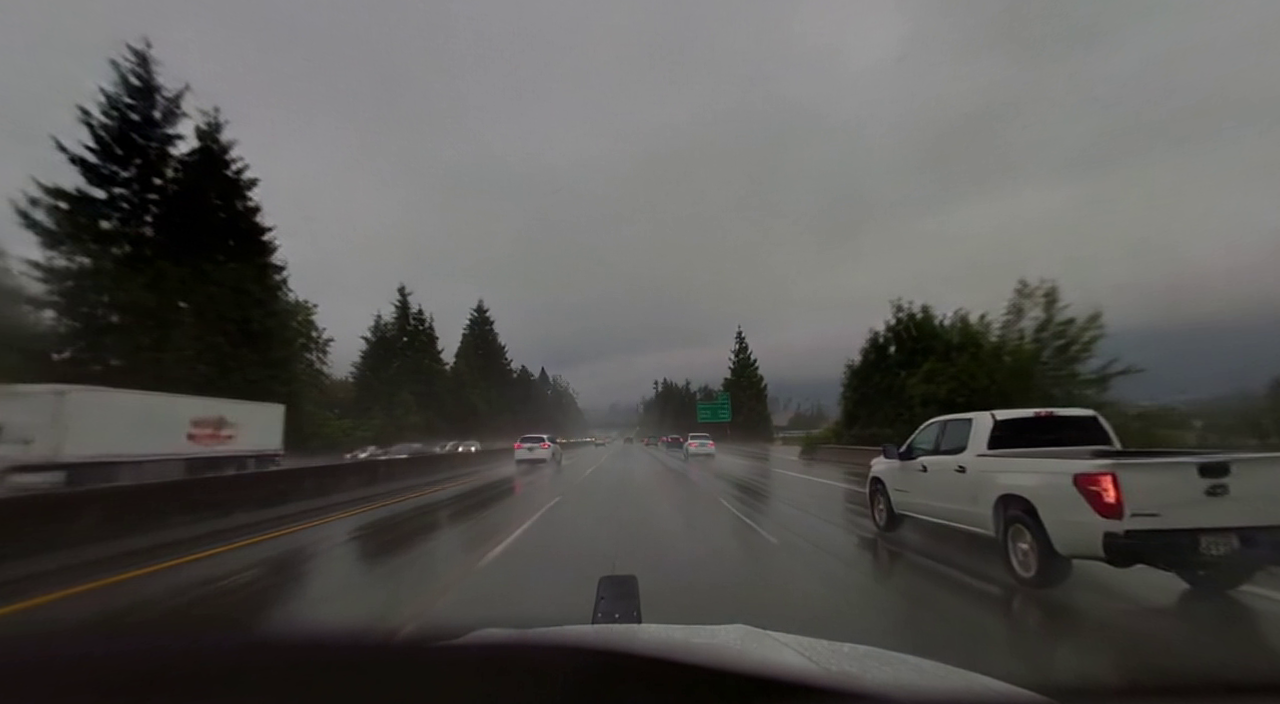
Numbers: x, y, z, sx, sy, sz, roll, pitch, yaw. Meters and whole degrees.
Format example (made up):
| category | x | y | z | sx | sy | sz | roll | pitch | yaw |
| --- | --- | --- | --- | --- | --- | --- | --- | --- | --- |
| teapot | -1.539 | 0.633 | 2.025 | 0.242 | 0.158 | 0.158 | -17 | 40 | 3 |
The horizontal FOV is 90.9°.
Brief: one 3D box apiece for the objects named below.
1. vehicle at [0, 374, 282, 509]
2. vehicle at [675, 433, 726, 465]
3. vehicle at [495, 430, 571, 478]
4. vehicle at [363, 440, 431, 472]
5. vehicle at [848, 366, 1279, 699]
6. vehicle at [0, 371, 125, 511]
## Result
| category | x | y | z | sx | sy | sz | roll | pitch | yaw |
| --- | --- | --- | --- | --- | --- | --- | --- | --- | --- |
| vehicle | -19.629 | 3.505 | 25.234 | 2.802 | 3.913 | 13.577 | 0 | -8 | -1 |
| vehicle | 2.921 | 4.774 | 31.173 | 1.990 | 1.480 | 3.865 | 0 | -8 | -2 |
| vehicle | -3.857 | 3.746 | 23.562 | 2.011 | 1.614 | 4.808 | 0 | -8 | 0 |
| vehicle | -12.364 | 5.287 | 32.389 | 1.848 | 1.517 | 4.205 | 0 | -8 | -1 |
| vehicle | 3.665 | 1.204 | 5.559 | 1.949 | 1.639 | 4.748 | 0 | -8 | -1 |
| vehicle | -19.468 | 2.652 | 18.852 | 2.967 | 3.876 | 5.923 | 0 | -8 | -1 |
